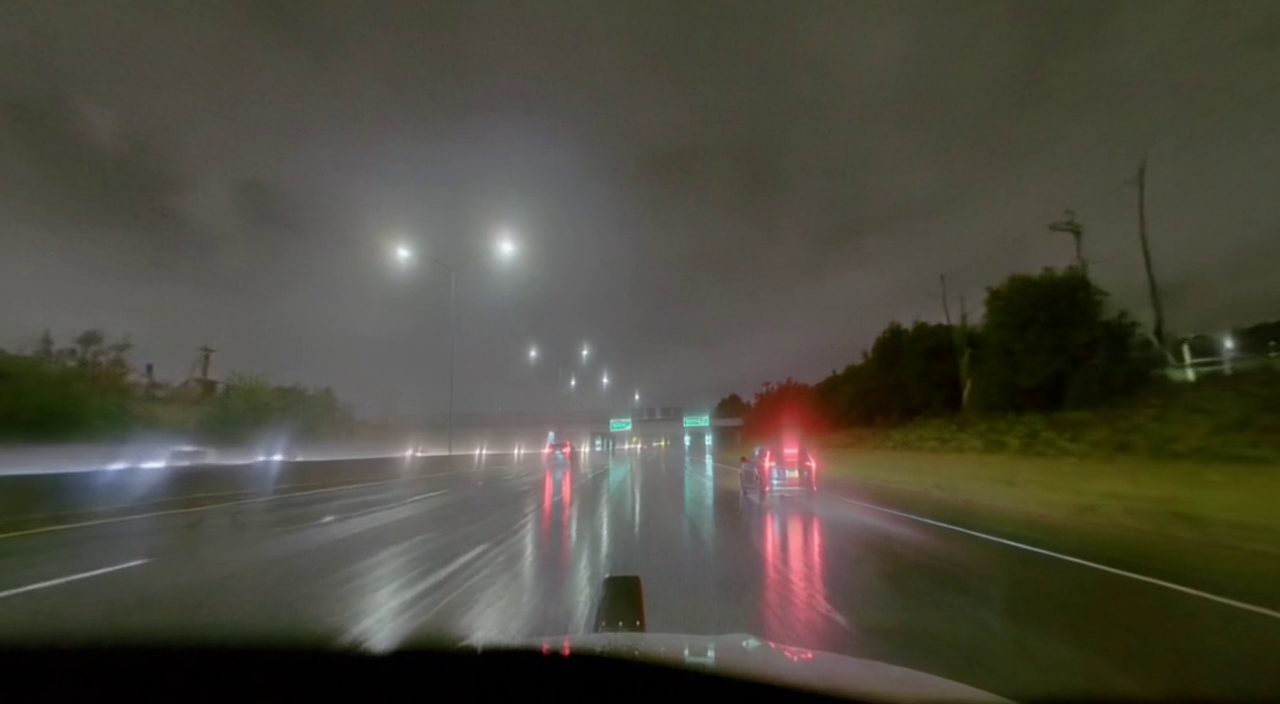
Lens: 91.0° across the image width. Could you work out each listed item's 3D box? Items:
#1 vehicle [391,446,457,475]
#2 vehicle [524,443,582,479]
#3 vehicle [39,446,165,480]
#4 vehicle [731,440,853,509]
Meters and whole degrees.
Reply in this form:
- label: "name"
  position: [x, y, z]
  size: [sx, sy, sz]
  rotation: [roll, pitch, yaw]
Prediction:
- label: "vehicle"
  position: [-11.747, 5.932, 34.654]
  size: [1.919, 1.497, 4.765]
  rotation: [0, -9, 0]
- label: "vehicle"
  position: [-4.039, 5.134, 29.876]
  size: [2.072, 1.545, 4.687]
  rotation: [0, -9, 0]
- label: "vehicle"
  position: [-28.314, 5.834, 33.455]
  size: [1.987, 1.665, 5.328]
  rotation: [0, -9, 0]
- label: "vehicle"
  position: [3.754, 3.096, 16.436]
  size: [2.079, 1.535, 4.316]
  rotation: [0, -9, 0]
